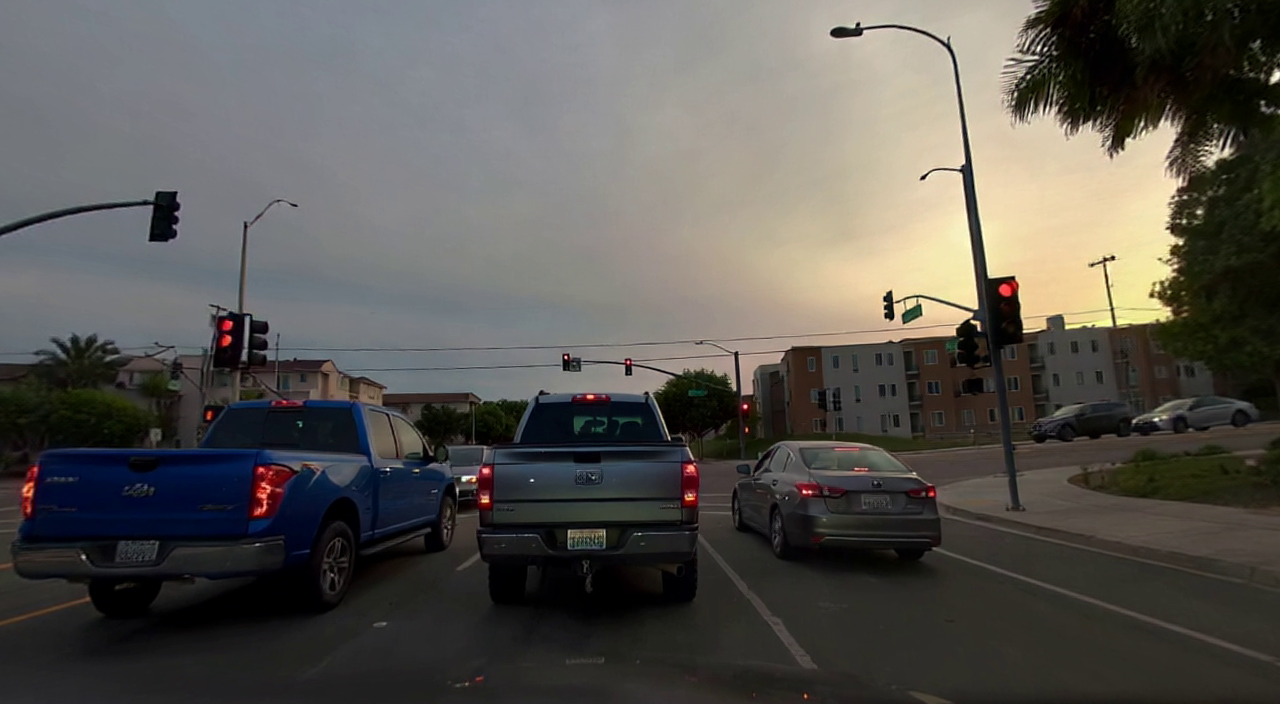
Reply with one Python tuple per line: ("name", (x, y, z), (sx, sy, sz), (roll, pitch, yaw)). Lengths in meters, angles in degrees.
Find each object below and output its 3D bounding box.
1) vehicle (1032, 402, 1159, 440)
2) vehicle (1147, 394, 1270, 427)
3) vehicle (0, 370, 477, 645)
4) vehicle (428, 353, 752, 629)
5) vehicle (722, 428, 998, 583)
("vehicle", (23.314, 3.585, 32.482), (4.721, 1.866, 2.188), (0, -9, 2))
("vehicle", (29.310, 3.047, 32.666), (4.540, 1.543, 1.803), (0, -9, 1))
("vehicle", (-3.460, 1.419, 6.889), (2.146, 1.828, 5.148), (0, -9, -2))
("vehicle", (-0.374, 1.311, 6.788), (2.282, 1.964, 4.421), (0, -9, -1))
("vehicle", (2.410, 1.809, 8.329), (2.016, 1.481, 4.336), (0, -9, -1))
